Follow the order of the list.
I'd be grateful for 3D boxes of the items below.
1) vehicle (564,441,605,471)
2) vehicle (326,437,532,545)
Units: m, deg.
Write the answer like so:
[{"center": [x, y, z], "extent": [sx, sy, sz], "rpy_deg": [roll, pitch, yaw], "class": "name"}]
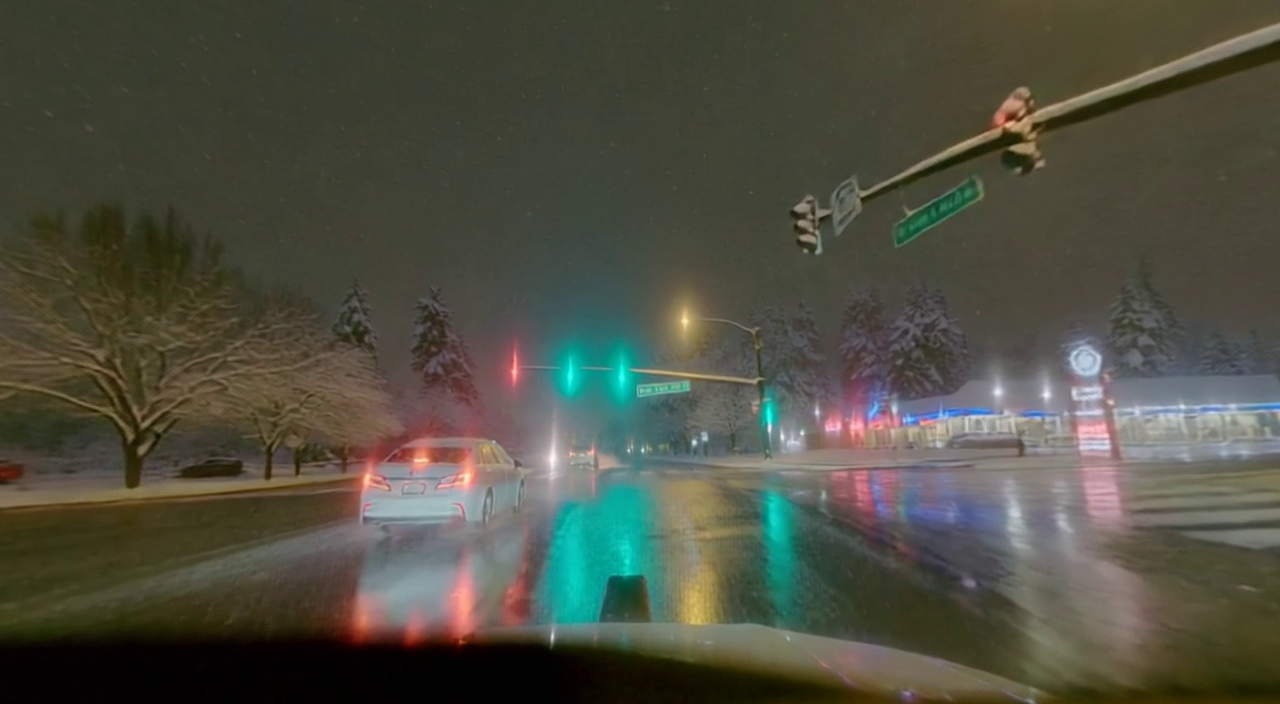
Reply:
[{"center": [-3.332, 6.341, 38.568], "extent": [2.109, 1.692, 4.220], "rpy_deg": [0, -8, 0], "class": "vehicle"}, {"center": [-3.287, 2.244, 10.926], "extent": [2.018, 1.477, 4.401], "rpy_deg": [0, -8, 0], "class": "vehicle"}]
